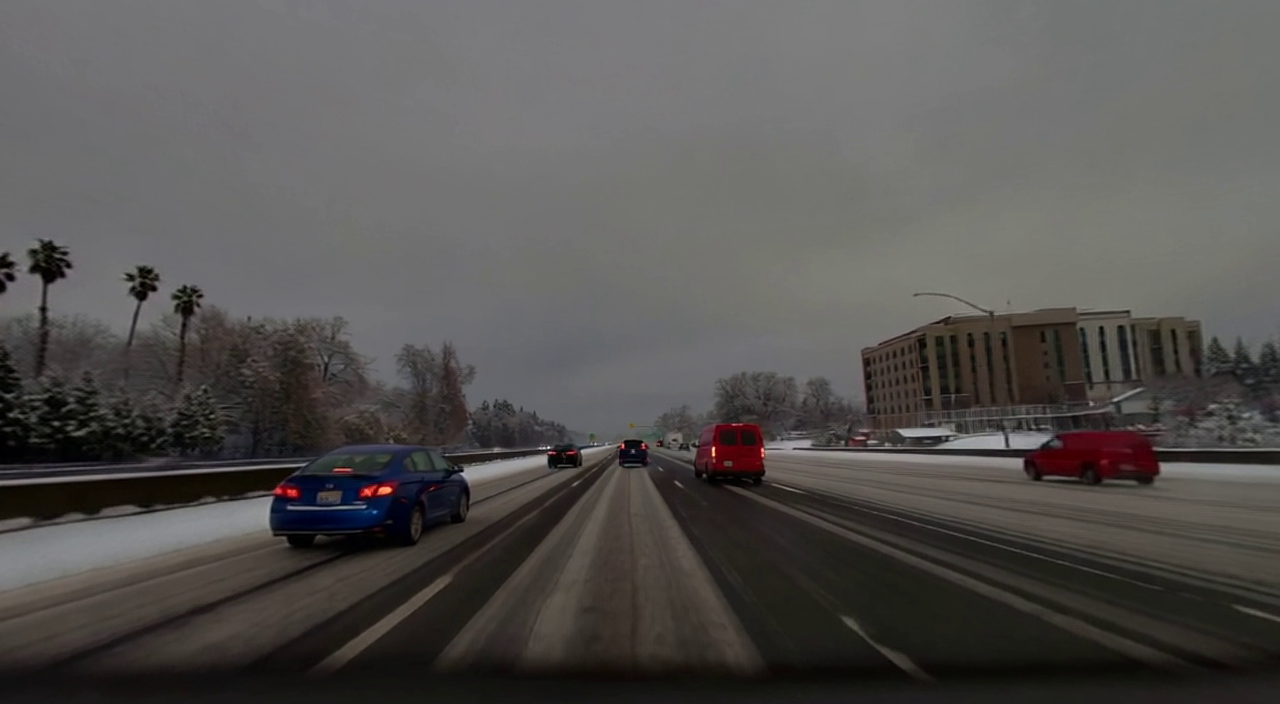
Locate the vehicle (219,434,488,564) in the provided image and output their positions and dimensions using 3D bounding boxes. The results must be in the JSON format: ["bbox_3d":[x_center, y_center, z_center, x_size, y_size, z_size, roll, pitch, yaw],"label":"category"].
[{"bbox_3d":[-3.816,2.015,9.481,1.991,1.469,4.381,0,-9,0],"label":"vehicle"}]

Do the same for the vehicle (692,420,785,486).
[{"bbox_3d":[3.374,3.658,22.981,2.250,2.074,5.723,0,-9,-2],"label":"vehicle"}]

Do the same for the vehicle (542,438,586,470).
[{"bbox_3d":[-4.514,6.135,38.096,2.109,1.793,4.613,0,-9,0],"label":"vehicle"}]

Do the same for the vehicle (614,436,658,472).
[{"bbox_3d":[-0.228,5.475,33.927,2.212,1.786,4.198,0,-9,-1],"label":"vehicle"}]

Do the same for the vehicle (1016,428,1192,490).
[{"bbox_3d":[14.466,3.379,20.178,2.010,1.721,4.871,0,-9,2],"label":"vehicle"}]
